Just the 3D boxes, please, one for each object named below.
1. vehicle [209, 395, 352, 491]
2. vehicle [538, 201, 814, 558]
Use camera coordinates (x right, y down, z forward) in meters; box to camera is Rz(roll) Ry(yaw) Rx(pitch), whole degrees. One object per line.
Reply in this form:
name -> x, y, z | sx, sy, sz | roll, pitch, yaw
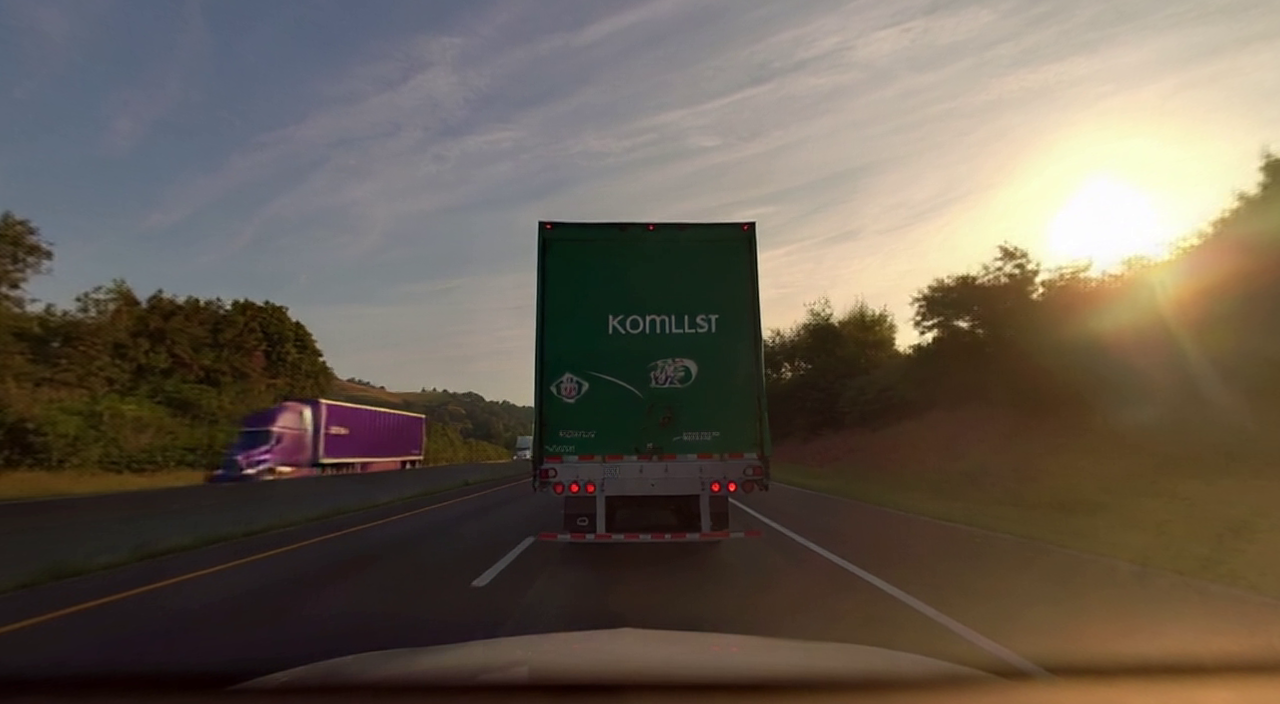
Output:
vehicle -> -16.258, 4.226, 29.106 | 2.992, 3.946, 5.787 | 0, -9, 0
vehicle -> 0.464, 1.362, 14.817 | 3.230, 4.377, 14.405 | 0, -9, 0
